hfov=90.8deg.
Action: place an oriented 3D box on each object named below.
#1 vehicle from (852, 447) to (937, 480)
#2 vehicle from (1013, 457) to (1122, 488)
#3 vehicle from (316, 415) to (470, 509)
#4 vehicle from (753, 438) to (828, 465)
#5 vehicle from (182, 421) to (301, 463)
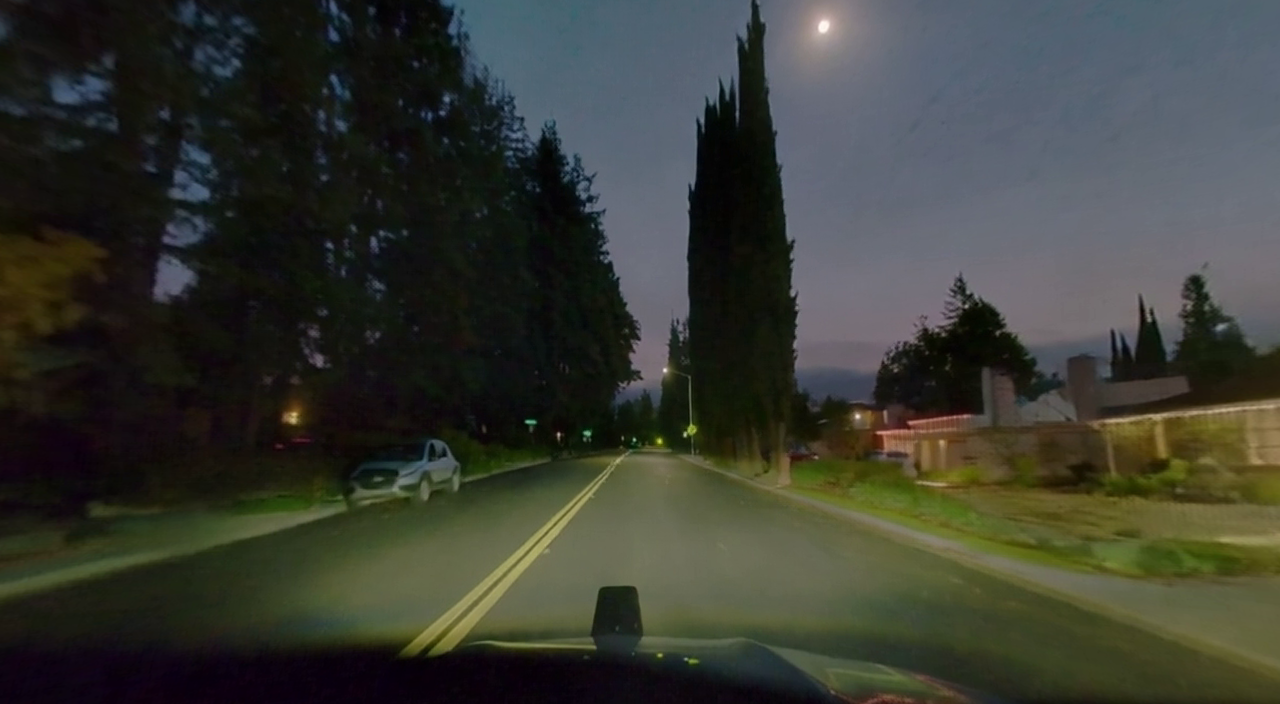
[{"bbox_3d":[14.500,6.310,36.010,4.231,1.493,1.941,-1,-8,30],"label":"vehicle"},{"bbox_3d":[21.601,6.115,32.098,4.337,1.453,1.814,-6,-10,29],"label":"vehicle"},{"bbox_3d":[-5.910,2.800,15.710,1.924,1.765,4.542,-7,-12,0],"label":"vehicle"},{"bbox_3d":[10.934,7.189,45.804,4.854,1.771,2.123,-4,-7,28],"label":"vehicle"},{"bbox_3d":[-17.184,3.895,27.204,4.742,1.495,1.963,-7,-9,23],"label":"vehicle"}]
